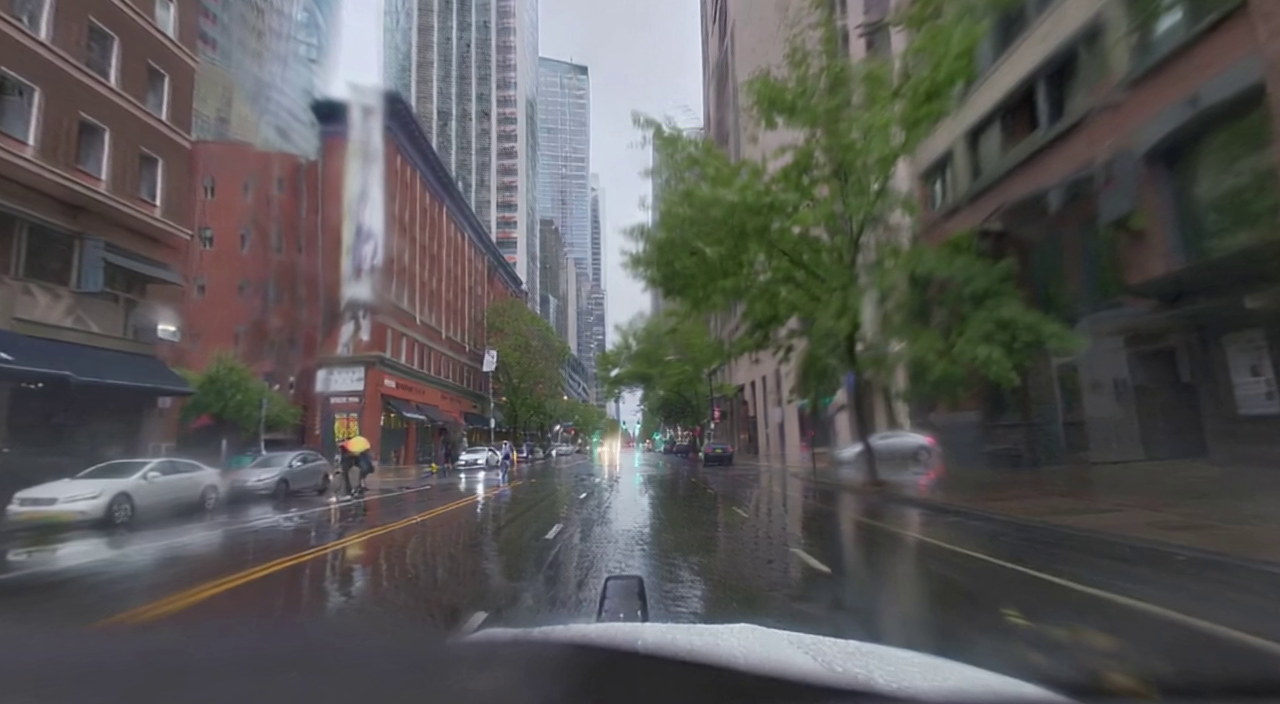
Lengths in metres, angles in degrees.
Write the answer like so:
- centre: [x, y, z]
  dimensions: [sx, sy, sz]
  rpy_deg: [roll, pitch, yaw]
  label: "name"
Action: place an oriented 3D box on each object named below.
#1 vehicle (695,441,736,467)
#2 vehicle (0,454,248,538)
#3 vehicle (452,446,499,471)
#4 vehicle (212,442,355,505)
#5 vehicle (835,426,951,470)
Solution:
- centre: [4.752, 6.500, 40.438]
  dimensions: [1.929, 1.522, 4.543]
  rpy_deg: [0, -9, -1]
  label: "vehicle"
- centre: [-10.876, 2.996, 13.789]
  dimensions: [1.868, 1.456, 4.418]
  rpy_deg: [0, -8, -1]
  label: "vehicle"
- centre: [-11.196, 7.277, 43.439]
  dimensions: [1.992, 1.629, 4.773]
  rpy_deg: [0, -8, -1]
  label: "vehicle"
- centre: [-10.937, 3.785, 19.821]
  dimensions: [1.977, 1.697, 4.285]
  rpy_deg: [-2, -10, 0]
  label: "vehicle"
- centre: [11.495, 4.418, 28.969]
  dimensions: [4.380, 1.608, 1.942]
  rpy_deg: [-4, -9, -1]
  label: "vehicle"
